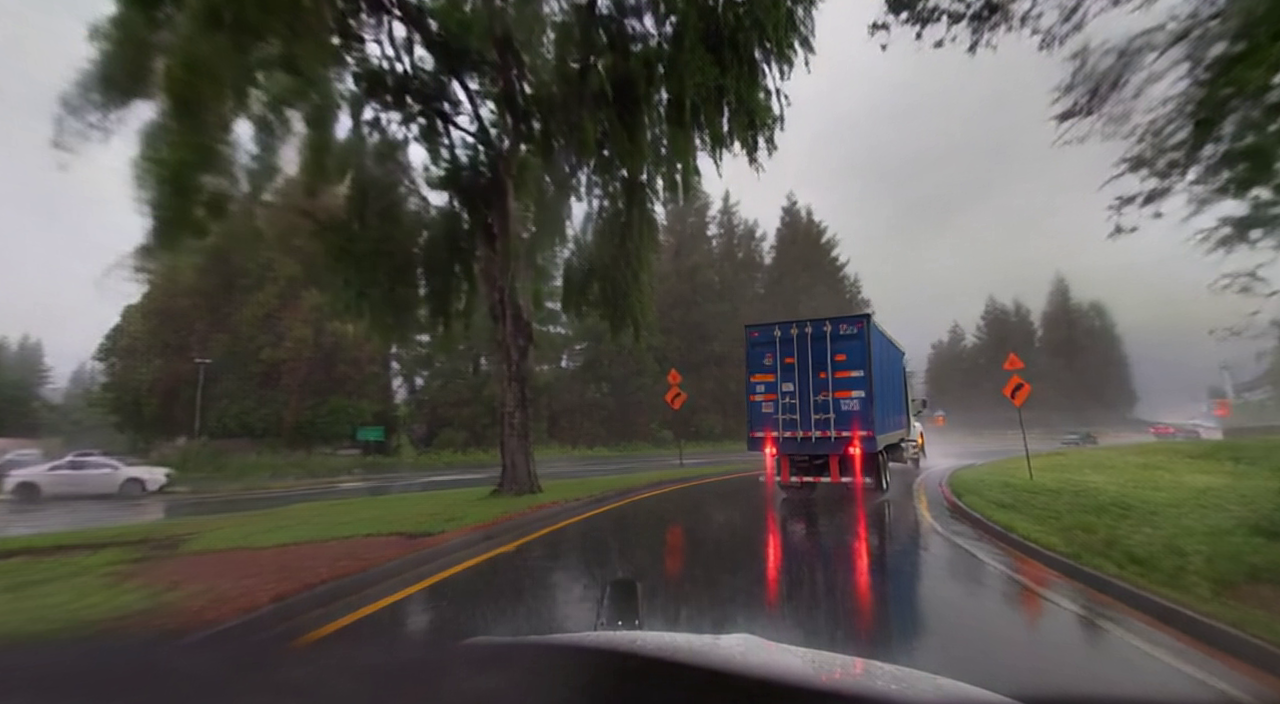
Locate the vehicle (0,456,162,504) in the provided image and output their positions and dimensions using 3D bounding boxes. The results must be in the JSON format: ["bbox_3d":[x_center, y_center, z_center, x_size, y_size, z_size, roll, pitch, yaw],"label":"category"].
[{"bbox_3d":[-20.015,4.515,22.560,4.350,1.410,1.726,6,-10,-41],"label":"vehicle"}]

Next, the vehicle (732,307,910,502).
[{"bbox_3d":[5.245,1.587,16.548,2.937,3.647,9.344,-4,-8,24],"label":"vehicle"}]
